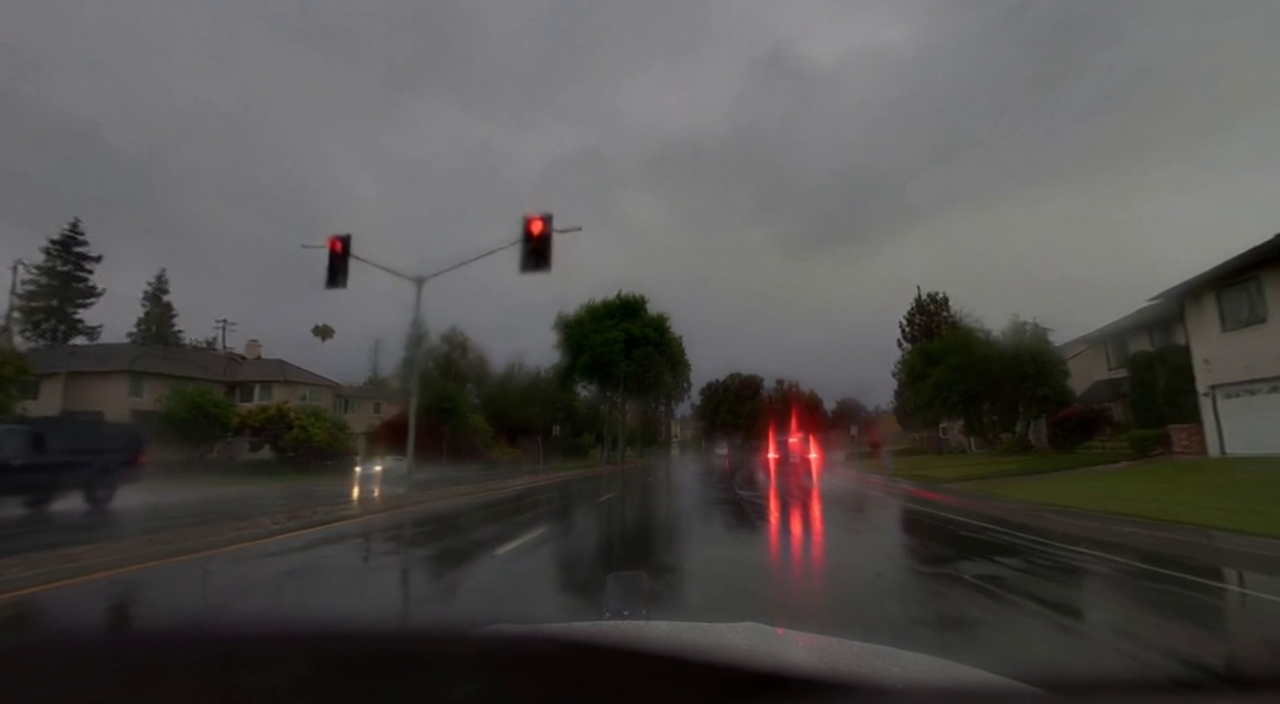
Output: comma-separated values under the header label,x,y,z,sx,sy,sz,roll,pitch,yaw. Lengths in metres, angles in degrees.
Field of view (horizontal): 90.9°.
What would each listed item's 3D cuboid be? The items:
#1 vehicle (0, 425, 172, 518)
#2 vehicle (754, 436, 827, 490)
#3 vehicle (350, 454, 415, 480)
label,x,y,z,sx,sy,sz,roll,pitch,yaw
vehicle,-15.224,2.883,15.584,2.555,2.009,6.050,0,-9,1
vehicle,5.643,4.203,24.210,2.141,1.833,4.704,-1,-9,6
vehicle,-16.041,7.155,39.504,1.828,1.497,3.858,-2,-9,12
